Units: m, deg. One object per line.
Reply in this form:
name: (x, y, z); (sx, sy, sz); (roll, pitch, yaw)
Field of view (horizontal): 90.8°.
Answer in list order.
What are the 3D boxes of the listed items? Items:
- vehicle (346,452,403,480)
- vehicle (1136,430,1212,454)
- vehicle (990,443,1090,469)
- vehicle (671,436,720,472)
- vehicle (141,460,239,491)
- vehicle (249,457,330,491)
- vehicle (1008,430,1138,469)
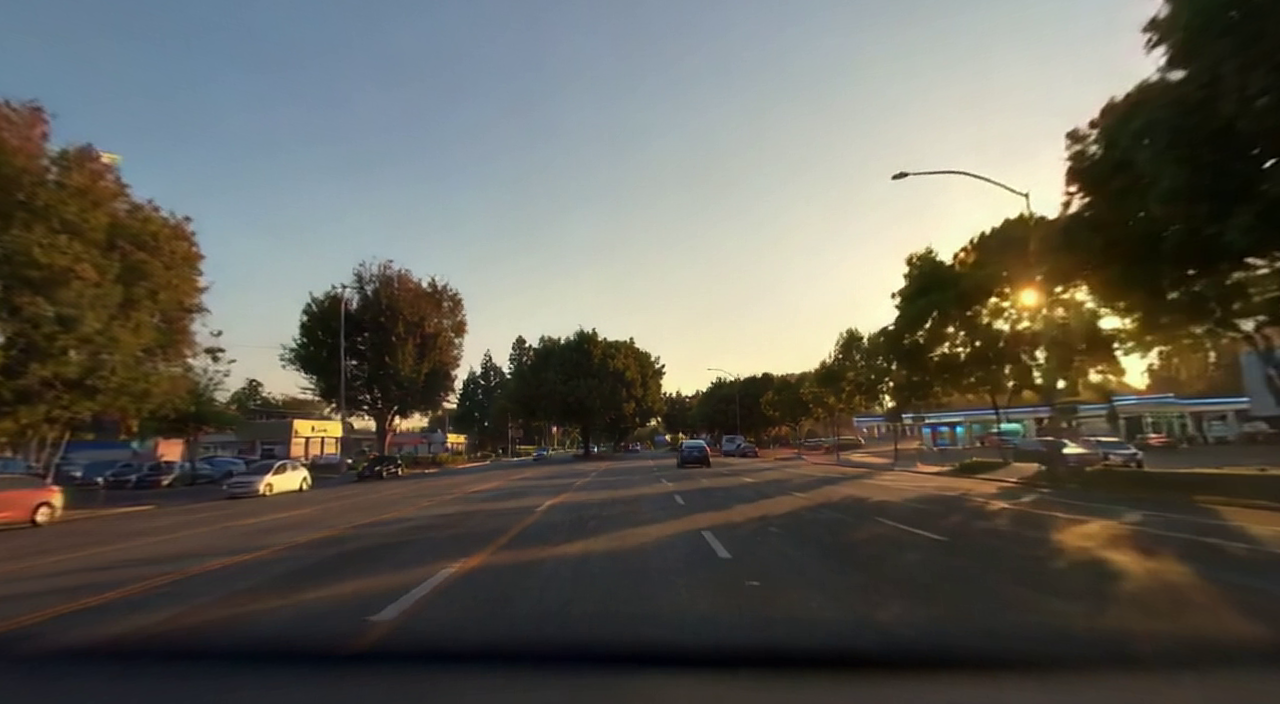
vehicle: (-18.152, 7.799, 43.480); (2.045, 1.727, 4.503); (0, -9, -1)
vehicle: (41.098, 6.972, 48.676); (1.803, 1.703, 4.043); (7, -11, -37)
vehicle: (23.180, 6.023, 36.781); (1.777, 1.432, 4.487); (7, -11, -37)
vehicle: (2.672, 5.082, 31.556); (1.957, 1.643, 4.226); (0, -9, -2)
vehicle: (-24.061, 6.611, 34.021); (1.831, 1.452, 4.727); (0, -9, -1)
vehicle: (-17.987, 6.257, 32.668); (1.858, 1.600, 4.118); (0, -9, -1)
vehicle: (25.854, 5.852, 37.988); (2.185, 2.098, 5.912); (6, -11, -35)
